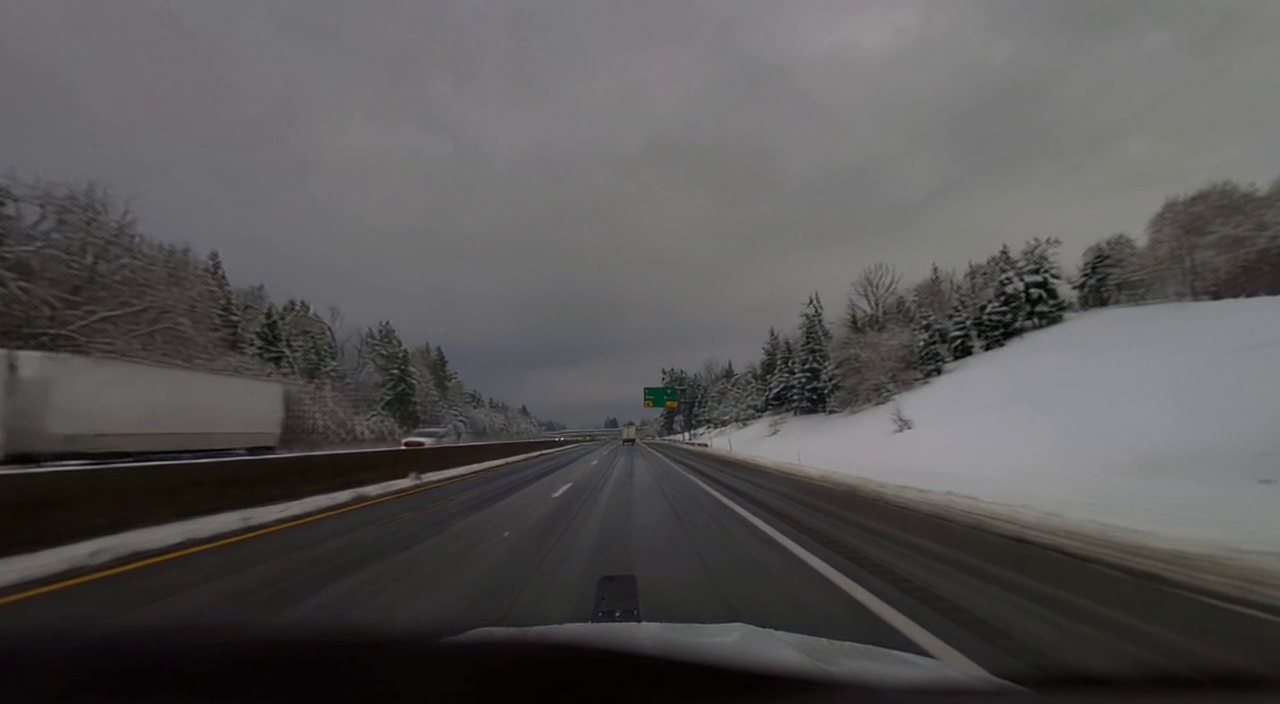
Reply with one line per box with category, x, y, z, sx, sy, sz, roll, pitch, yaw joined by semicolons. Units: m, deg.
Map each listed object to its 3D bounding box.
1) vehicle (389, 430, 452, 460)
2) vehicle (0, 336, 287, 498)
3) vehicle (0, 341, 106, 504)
vehicle;-12.865;5.446;37.258;2.069;1.654;4.664;0;-7;-1
vehicle;-17.217;2.331;21.128;3.002;3.931;13.684;0;-7;-1
vehicle;-17.151;1.719;15.335;3.002;3.931;5.809;0;-7;-1
